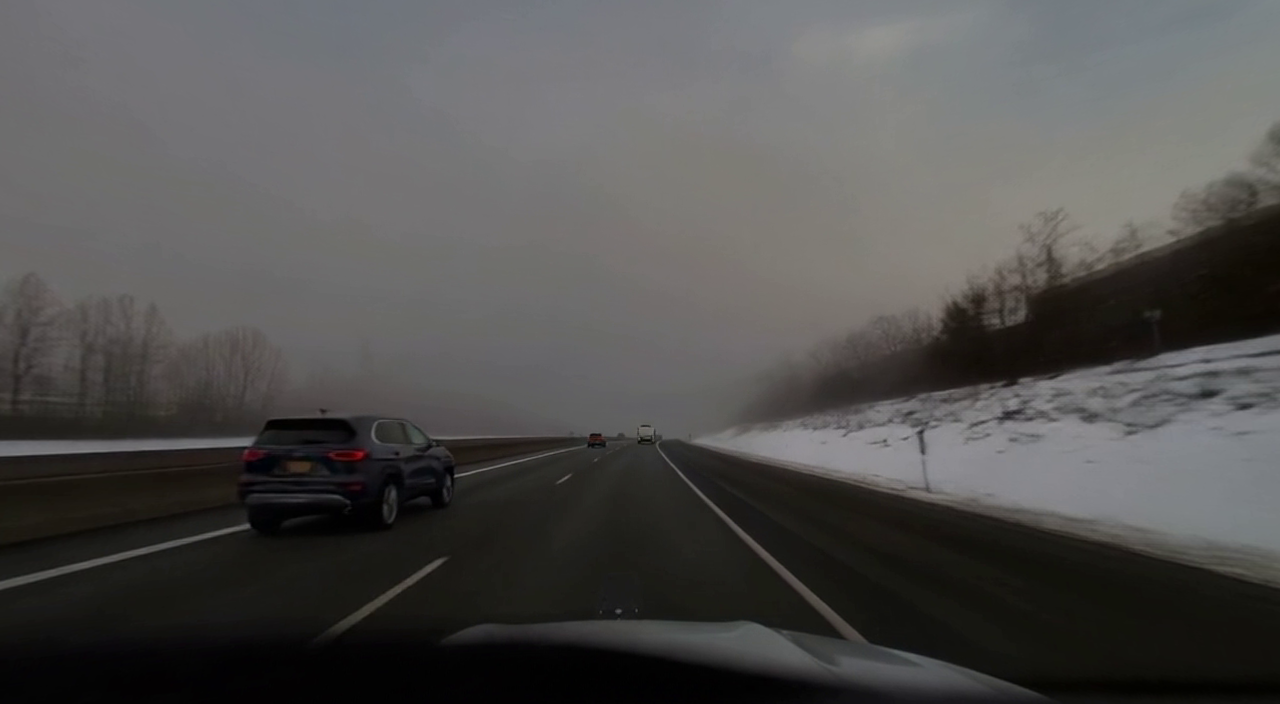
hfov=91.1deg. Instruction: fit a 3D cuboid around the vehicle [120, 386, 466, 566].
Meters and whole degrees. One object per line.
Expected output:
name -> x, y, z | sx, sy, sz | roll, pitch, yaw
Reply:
vehicle -> -3.857, 1.448, 8.110 | 2.018, 1.678, 4.312 | 0, -8, -1
